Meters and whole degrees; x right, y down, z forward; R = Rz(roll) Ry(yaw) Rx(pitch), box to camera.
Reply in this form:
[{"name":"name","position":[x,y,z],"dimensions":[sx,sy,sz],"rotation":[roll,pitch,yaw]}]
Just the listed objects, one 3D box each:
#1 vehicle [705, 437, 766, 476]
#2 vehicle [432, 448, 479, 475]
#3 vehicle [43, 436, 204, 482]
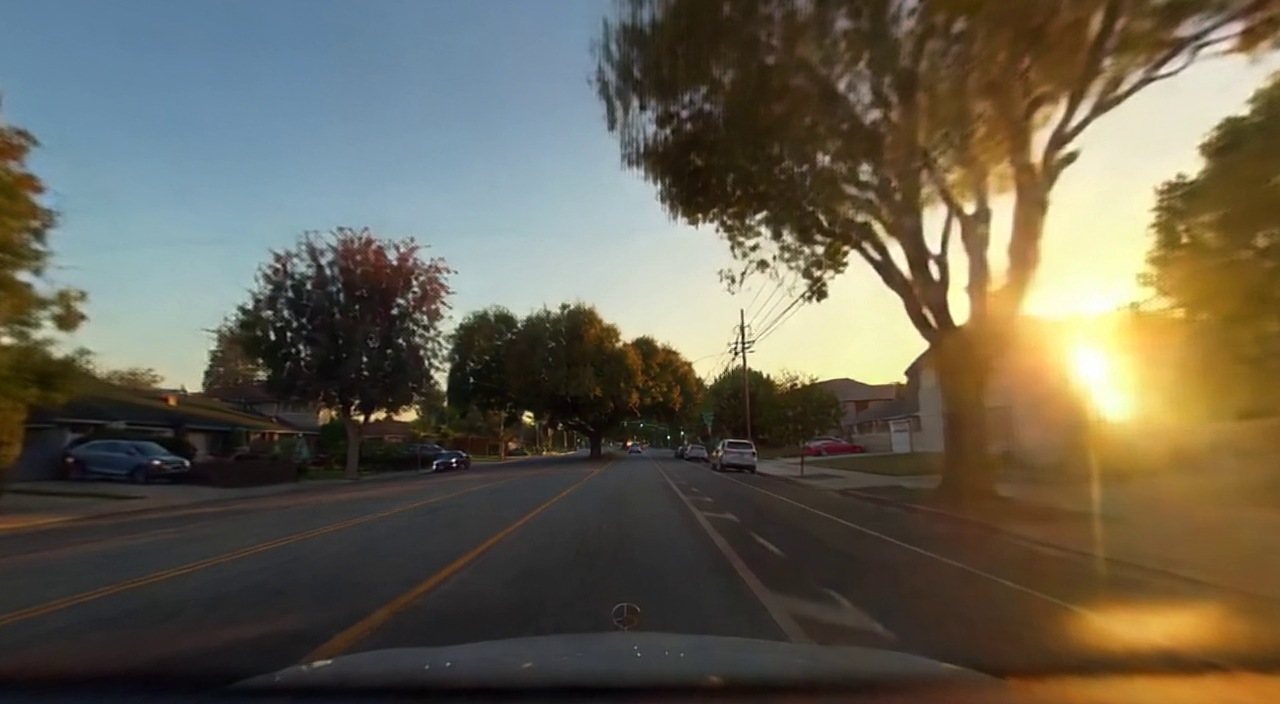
[{"name":"vehicle","position":[4.657,5.219,31.717],"dimensions":[2.180,1.782,4.790],"rotation":[0,-8,-2]},{"name":"vehicle","position":[-12.419,7.367,42.740],"dimensions":[1.939,1.537,4.197],"rotation":[-3,-7,0]},{"name":"vehicle","position":[-21.158,4.388,26.019],"dimensions":[4.853,1.754,2.095],"rotation":[-1,-9,3]}]
